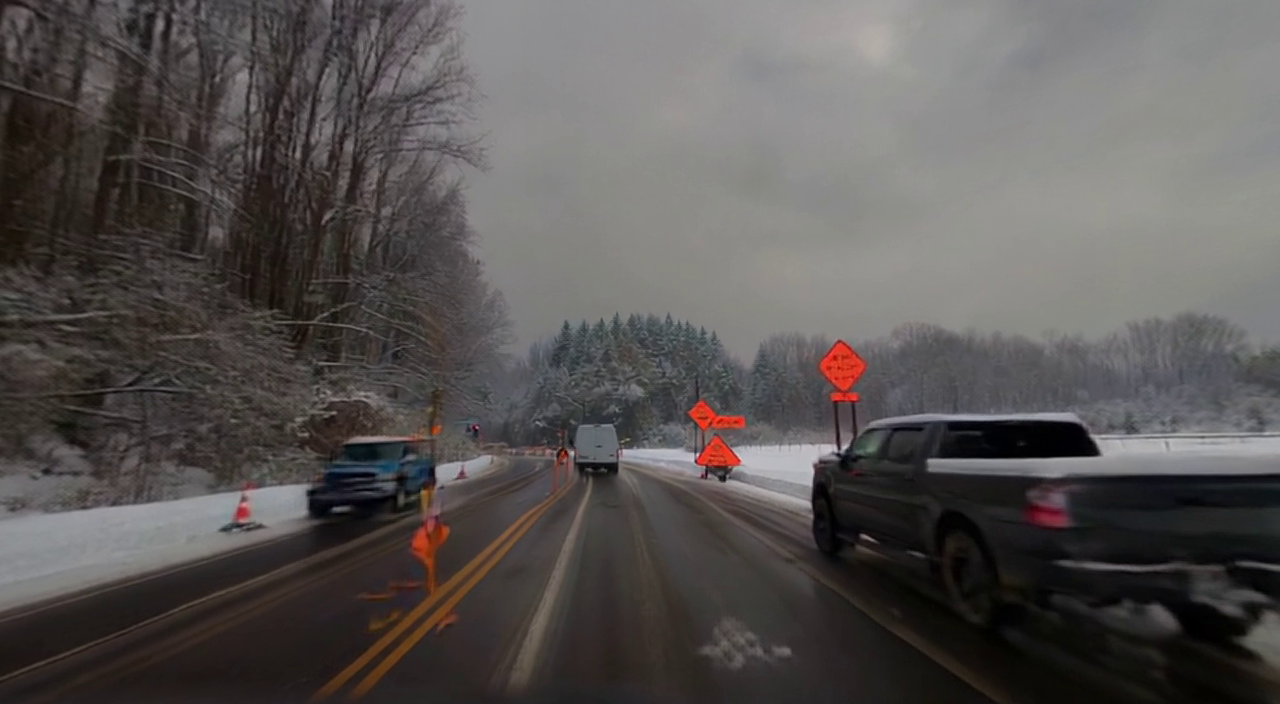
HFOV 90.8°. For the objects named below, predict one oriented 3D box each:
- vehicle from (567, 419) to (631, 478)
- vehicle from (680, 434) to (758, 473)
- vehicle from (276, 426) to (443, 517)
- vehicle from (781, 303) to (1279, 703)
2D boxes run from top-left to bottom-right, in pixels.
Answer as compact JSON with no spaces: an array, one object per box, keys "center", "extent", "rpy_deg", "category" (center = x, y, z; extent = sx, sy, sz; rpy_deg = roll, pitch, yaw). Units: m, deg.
[{"center":[-1.858,4.123,27.031],"extent":[2.362,2.247,4.892],"rpy_deg":[1,-8,-8],"category":"vehicle"},{"center":[2.900,3.839,24.137],"extent":[2.277,1.299,3.889],"rpy_deg":[-1,-8,-3],"category":"vehicle"},{"center":[-6.094,2.631,14.441],"extent":[1.992,1.712,4.504],"rpy_deg":[1,-8,-4],"category":"vehicle"},{"center":[3.580,1.224,6.477],"extent":[2.415,1.932,6.910],"rpy_deg":[1,-8,-3],"category":"vehicle"}]
